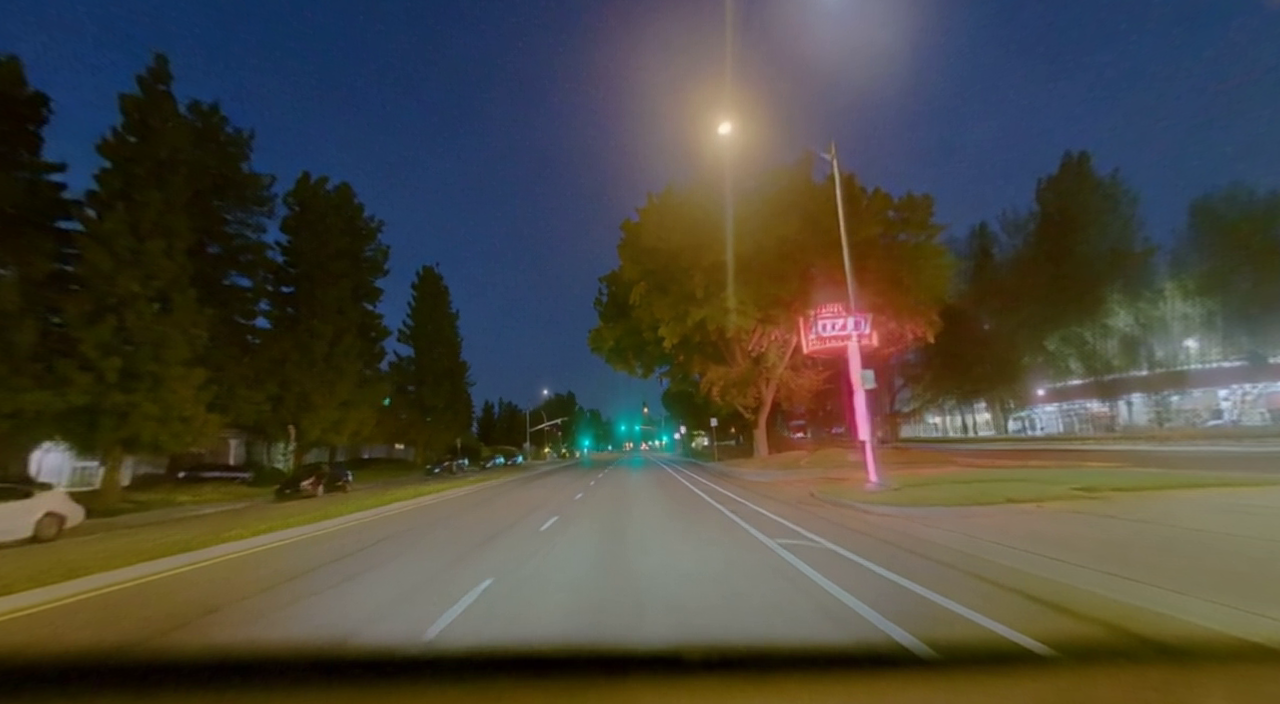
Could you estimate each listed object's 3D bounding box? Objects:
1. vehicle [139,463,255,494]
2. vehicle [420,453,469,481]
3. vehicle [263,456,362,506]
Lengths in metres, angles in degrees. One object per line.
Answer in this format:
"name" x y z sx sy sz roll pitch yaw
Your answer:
"vehicle" -23.576 6.746 33.770 4.718 1.500 1.943 0 -9 0
"vehicle" -12.871 7.569 41.810 1.986 1.488 4.330 -4 -8 -2
"vehicle" -12.752 5.004 24.873 1.953 1.558 3.839 -5 -9 -2
